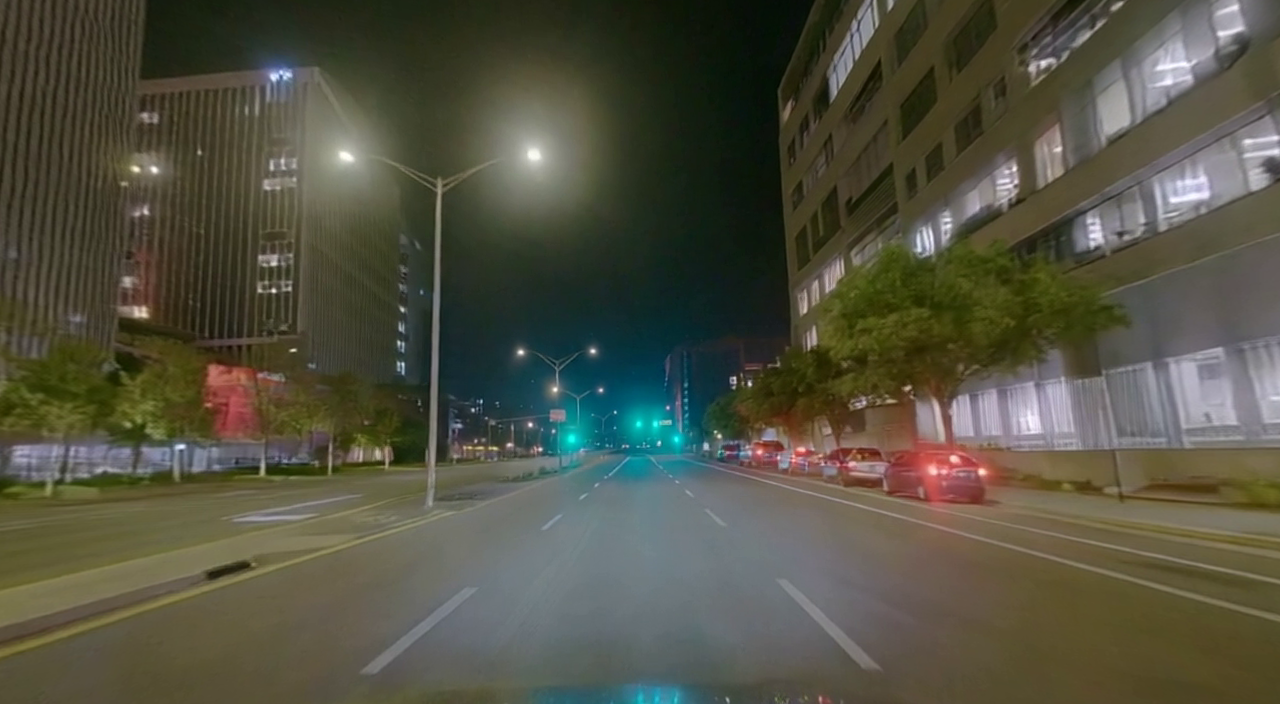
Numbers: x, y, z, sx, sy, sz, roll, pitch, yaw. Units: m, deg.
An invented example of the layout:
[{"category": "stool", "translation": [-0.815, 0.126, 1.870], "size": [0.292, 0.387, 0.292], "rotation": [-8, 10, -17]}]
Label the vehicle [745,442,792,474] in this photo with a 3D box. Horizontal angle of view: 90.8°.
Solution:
[{"category": "vehicle", "translation": [7.582, 6.313, 37.842], "size": [1.939, 1.761, 4.711], "rotation": [0, -8, 1]}]

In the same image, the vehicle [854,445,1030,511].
[{"category": "vehicle", "translation": [7.494, 3.135, 16.377], "size": [2.066, 1.451, 4.783], "rotation": [0, -8, -2]}]
